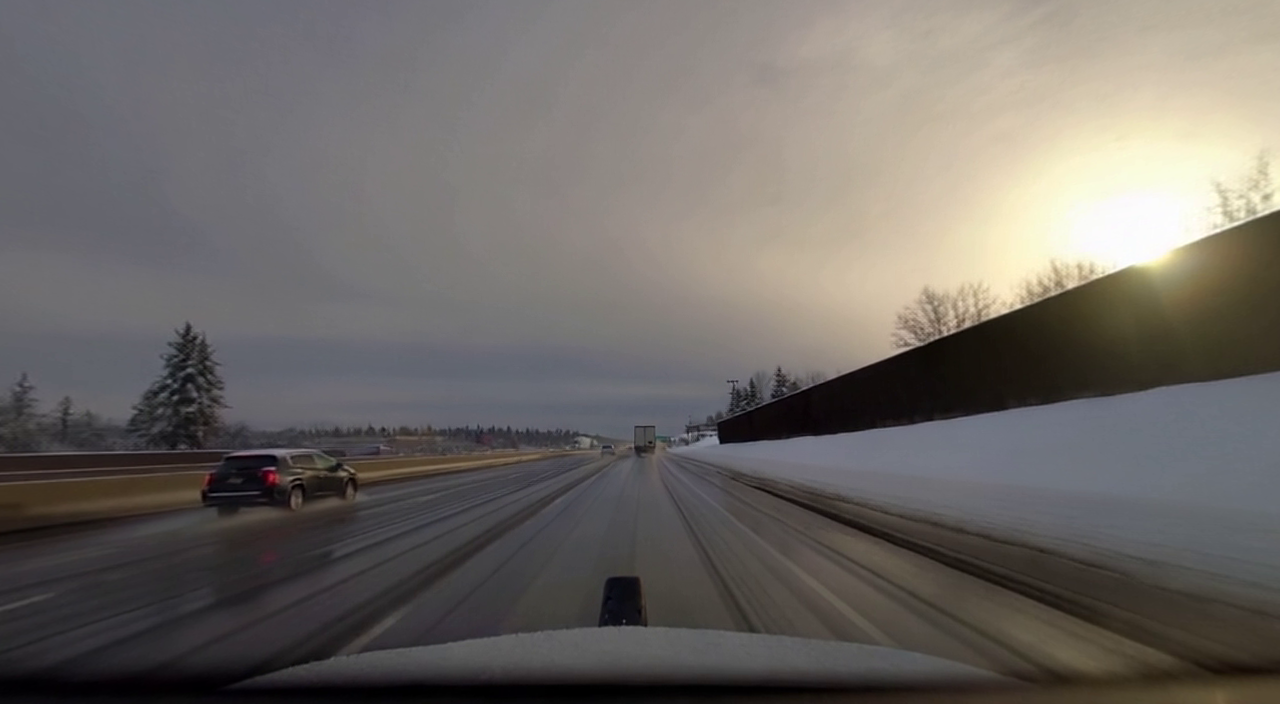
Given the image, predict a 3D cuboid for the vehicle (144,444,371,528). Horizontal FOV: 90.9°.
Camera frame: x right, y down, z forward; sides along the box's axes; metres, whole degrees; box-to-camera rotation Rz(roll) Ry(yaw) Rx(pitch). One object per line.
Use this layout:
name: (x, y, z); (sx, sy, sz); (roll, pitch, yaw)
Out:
vehicle: (-7.751, 2.709, 13.459); (1.979, 1.470, 4.485); (0, -8, 1)
